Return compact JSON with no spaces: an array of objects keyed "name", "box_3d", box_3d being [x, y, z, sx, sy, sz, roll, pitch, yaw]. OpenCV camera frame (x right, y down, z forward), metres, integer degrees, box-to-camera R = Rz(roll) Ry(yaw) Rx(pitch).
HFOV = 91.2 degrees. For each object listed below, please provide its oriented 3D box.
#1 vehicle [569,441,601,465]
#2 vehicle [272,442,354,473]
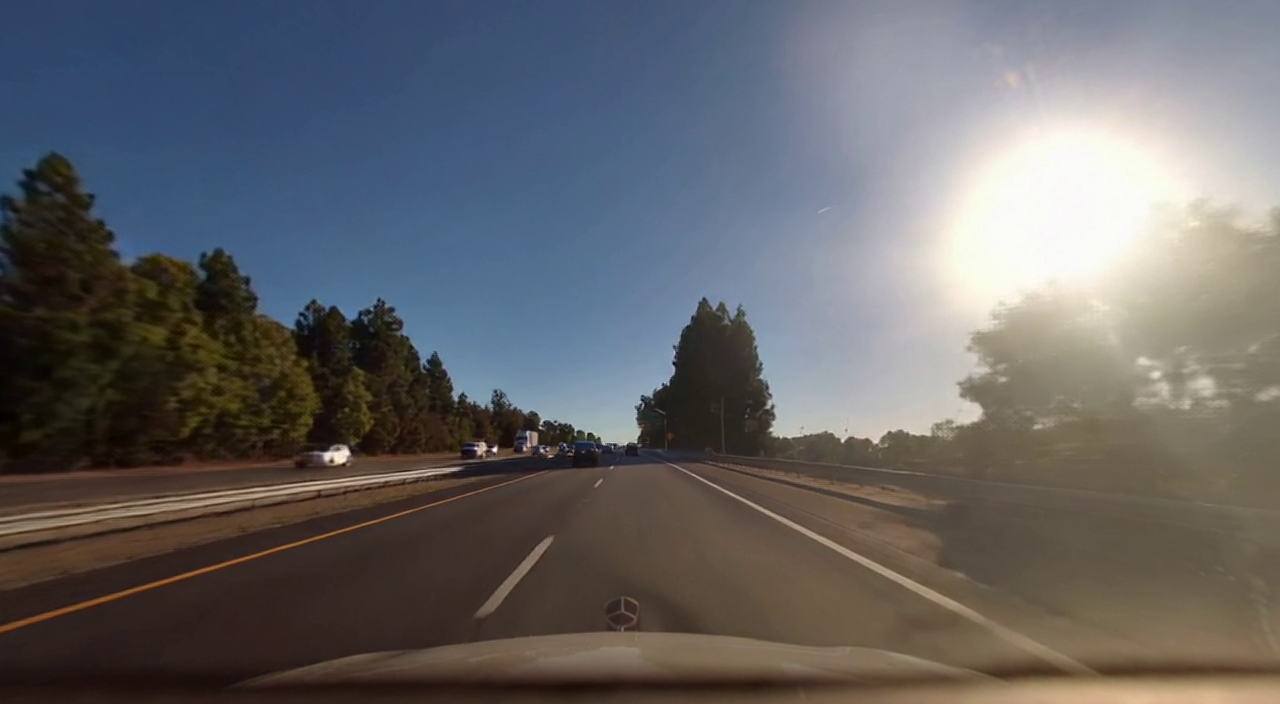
[{"name":"vehicle","box_3d":[-4.107,7.660,47.622,2.098,1.692,4.038,0,-9,-1]},{"name":"vehicle","box_3d":[-16.996,5.501,32.822,1.956,1.531,4.217,0,-9,0]}]
